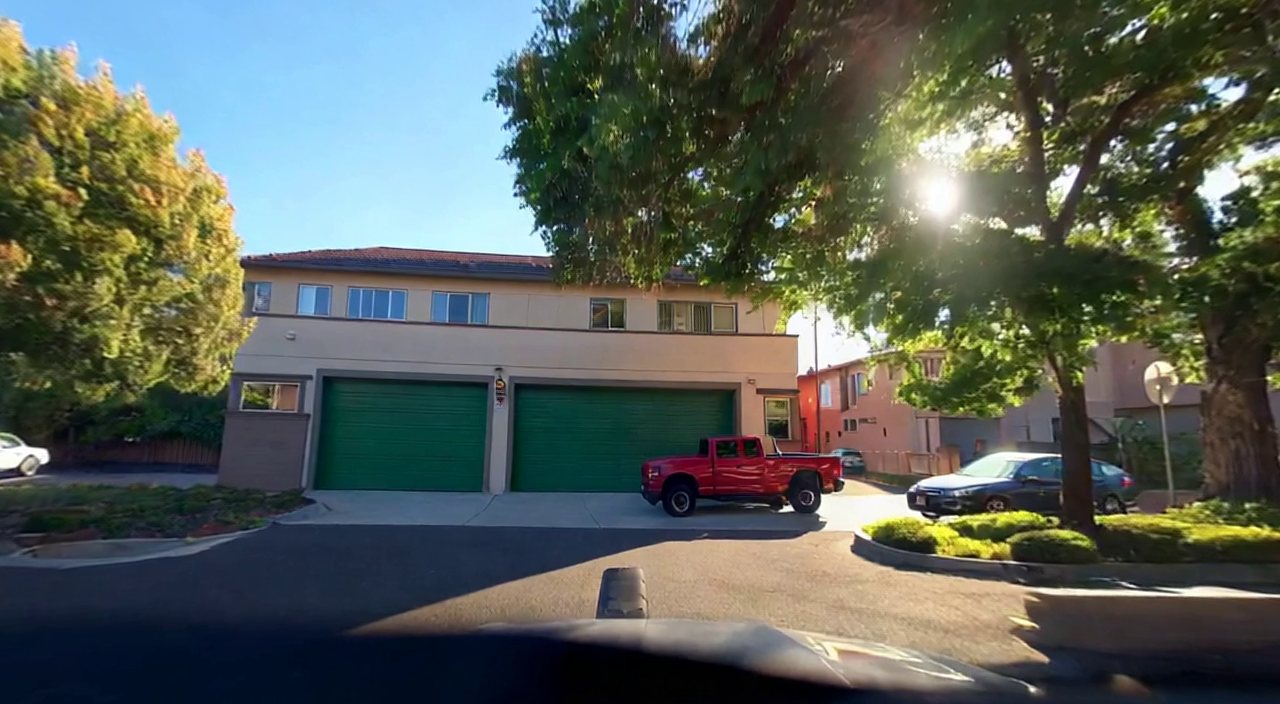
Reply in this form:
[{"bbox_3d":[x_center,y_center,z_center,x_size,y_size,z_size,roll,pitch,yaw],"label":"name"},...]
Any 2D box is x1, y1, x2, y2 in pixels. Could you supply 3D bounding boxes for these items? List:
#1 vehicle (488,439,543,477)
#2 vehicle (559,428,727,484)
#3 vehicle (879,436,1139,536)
[{"bbox_3d":[-5.908,5.026,30.255,1.869,1.460,3.826,-3,-6,-1],"label":"vehicle"},{"bbox_3d":[0.071,3.617,22.161,5.600,1.835,2.161,0,-8,-2],"label":"vehicle"},{"bbox_3d":[7.307,2.606,12.777,4.074,1.617,2.112,1,-4,-9],"label":"vehicle"}]
